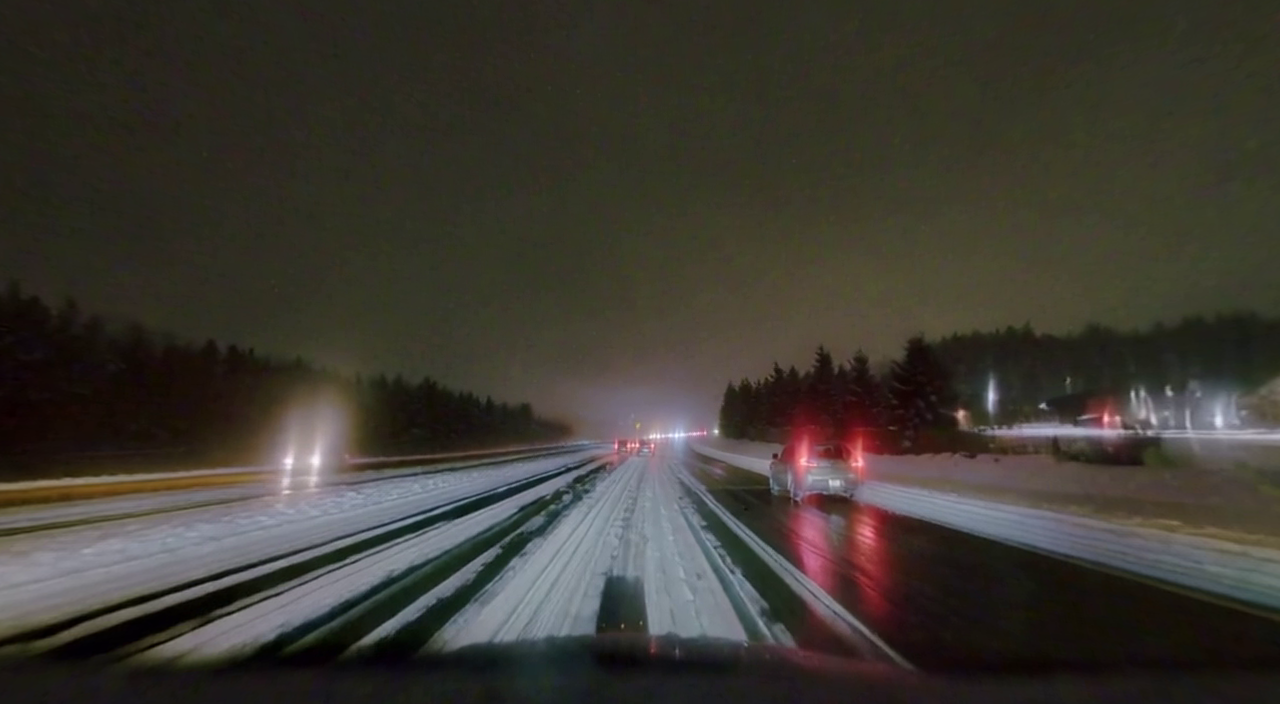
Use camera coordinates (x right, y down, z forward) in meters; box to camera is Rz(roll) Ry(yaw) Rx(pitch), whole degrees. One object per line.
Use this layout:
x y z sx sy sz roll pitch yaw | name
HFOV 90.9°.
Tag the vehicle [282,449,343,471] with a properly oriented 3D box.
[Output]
-23.886 7.866 46.171 1.904 1.474 4.575 -1 -9 1 | vehicle
